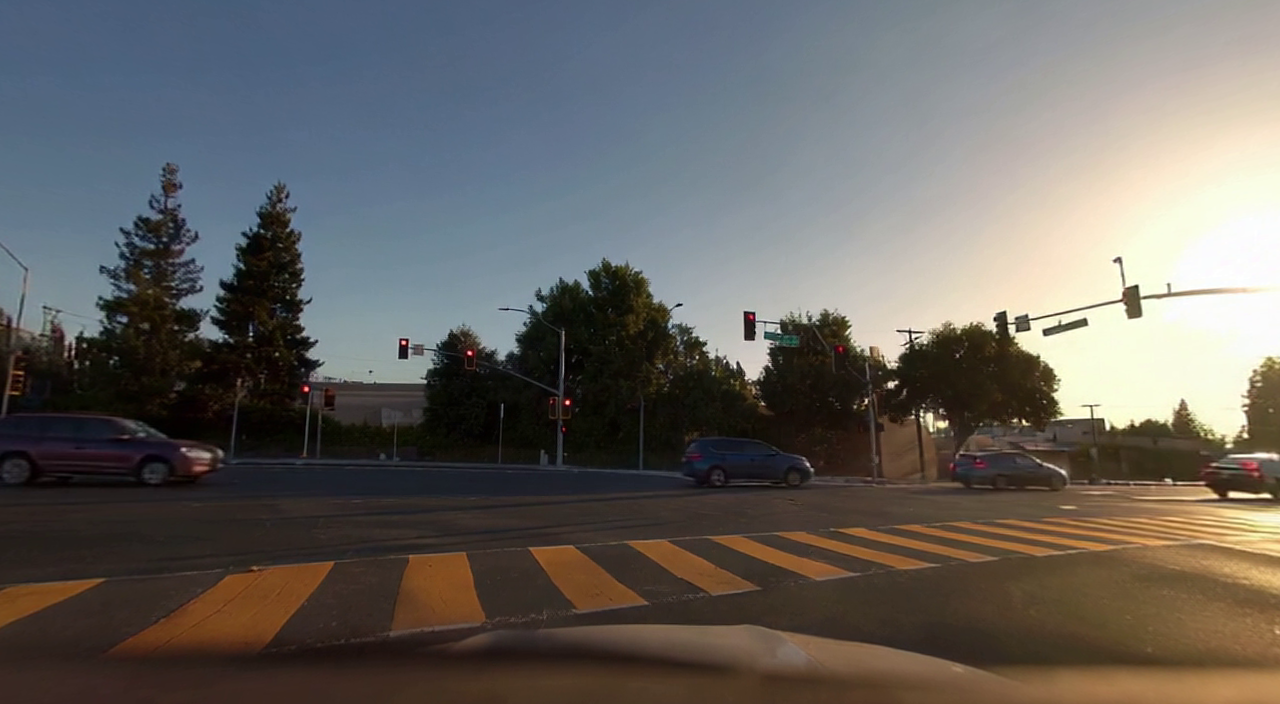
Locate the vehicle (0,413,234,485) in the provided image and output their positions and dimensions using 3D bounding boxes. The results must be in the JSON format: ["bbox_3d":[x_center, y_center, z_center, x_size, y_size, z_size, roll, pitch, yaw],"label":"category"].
[{"bbox_3d":[-14.490,2.667,17.280,5.155,1.784,2.174,4,-9,-18],"label":"vehicle"}]

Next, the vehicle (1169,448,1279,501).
[{"bbox_3d":[19.796,3.852,20.164,4.952,1.511,1.855,2,-9,-17],"label":"vehicle"}]

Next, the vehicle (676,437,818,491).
[{"bbox_3d":[3.900,4.065,23.253,4.708,1.810,1.986,3,-9,-17],"label":"vehicle"}]

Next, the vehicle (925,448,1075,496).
[{"bbox_3d":[12.500,4.115,21.961,4.475,1.496,1.861,2,-9,-17],"label":"vehicle"}]
